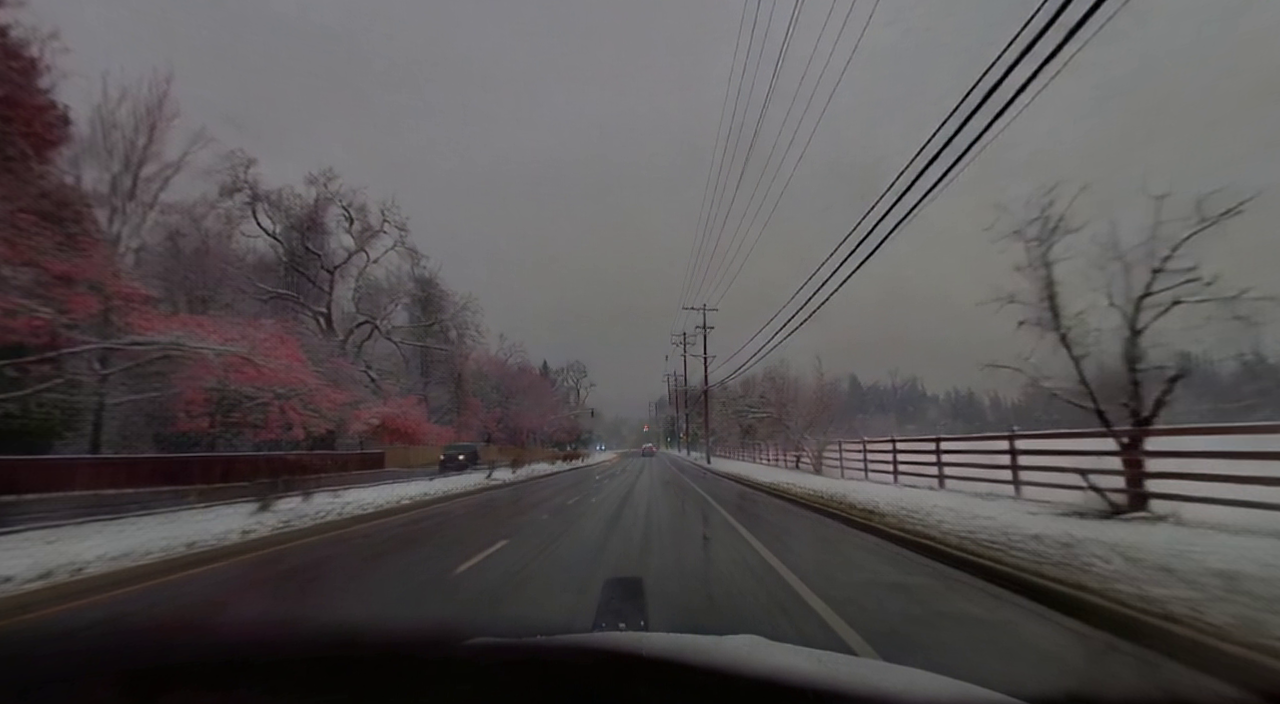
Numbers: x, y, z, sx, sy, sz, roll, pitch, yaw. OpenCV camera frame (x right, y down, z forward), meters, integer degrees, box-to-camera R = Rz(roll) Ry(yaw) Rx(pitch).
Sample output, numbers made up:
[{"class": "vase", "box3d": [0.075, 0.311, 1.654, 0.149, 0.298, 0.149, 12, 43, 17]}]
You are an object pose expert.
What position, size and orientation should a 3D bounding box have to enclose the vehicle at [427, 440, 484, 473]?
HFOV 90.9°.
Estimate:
[{"class": "vehicle", "box3d": [-10.858, 6.145, 37.418, 2.044, 1.815, 4.244, 0, -8, 1]}]
